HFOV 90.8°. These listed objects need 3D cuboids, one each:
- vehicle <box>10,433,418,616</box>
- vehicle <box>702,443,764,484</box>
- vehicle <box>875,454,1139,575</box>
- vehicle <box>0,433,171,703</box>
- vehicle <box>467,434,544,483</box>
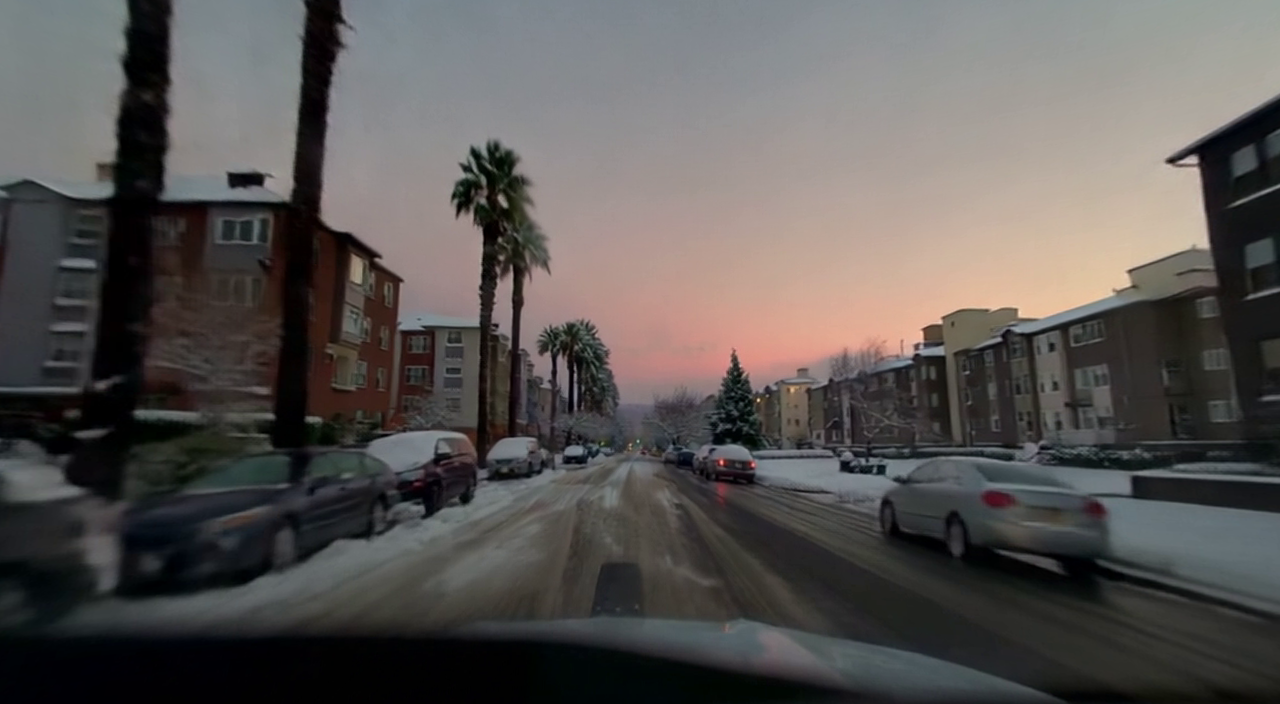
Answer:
[{"bbox_3d":[-4.390,1.797,7.594,1.840,1.464,4.368,2,-9,-1],"label":"vehicle"},{"bbox_3d":[4.333,5.276,30.287,1.969,1.782,4.677,1,-9,-4],"label":"vehicle"},{"bbox_3d":[5.293,2.337,9.774,1.812,1.461,3.575,0,-9,-2],"label":"vehicle"},{"bbox_3d":[-4.425,0.972,2.079,2.066,1.506,4.719,1,-9,1],"label":"vehicle"},{"bbox_3d":[-5.735,4.658,27.830,2.358,1.905,5.615,0,-9,-2],"label":"vehicle"}]
